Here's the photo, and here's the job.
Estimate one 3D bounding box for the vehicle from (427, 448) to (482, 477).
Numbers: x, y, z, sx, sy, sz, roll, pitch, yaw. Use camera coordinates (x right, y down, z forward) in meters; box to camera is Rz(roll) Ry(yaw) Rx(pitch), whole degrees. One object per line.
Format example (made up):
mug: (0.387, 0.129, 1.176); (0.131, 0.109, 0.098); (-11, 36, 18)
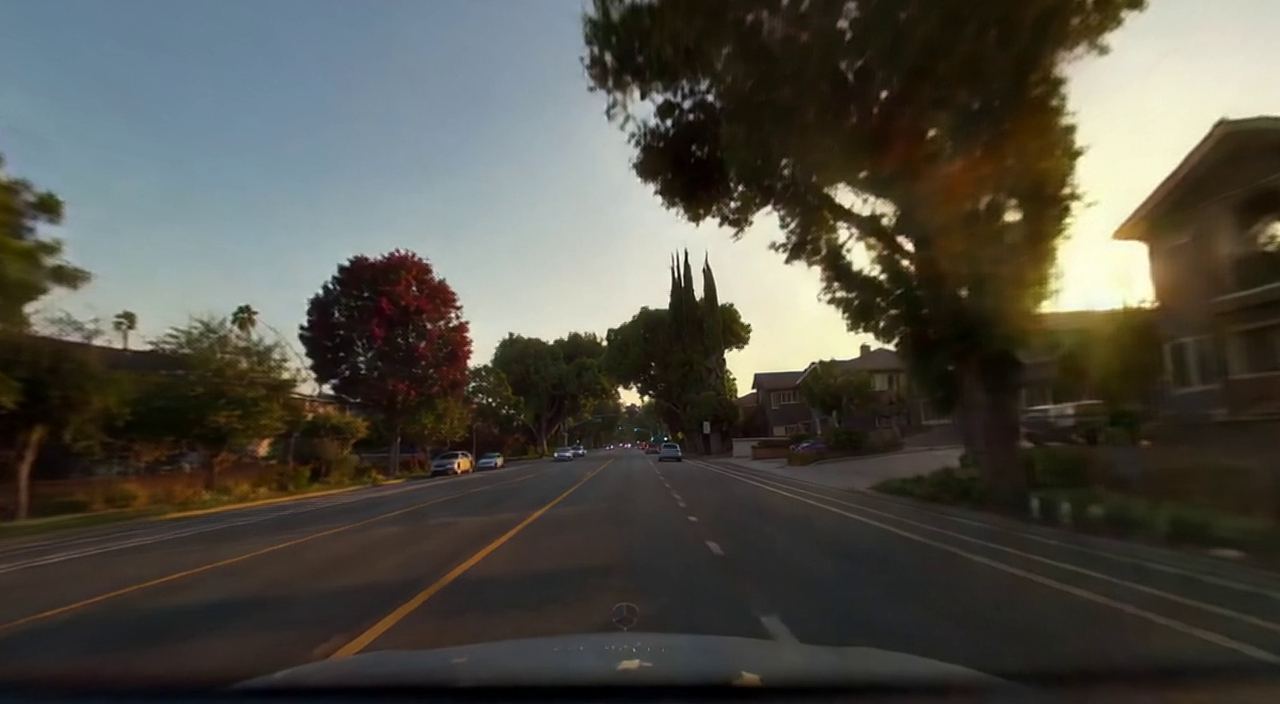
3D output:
vehicle: (-12.456, 7.471, 42.837); (2.094, 1.797, 5.655); (0, -9, 0)
